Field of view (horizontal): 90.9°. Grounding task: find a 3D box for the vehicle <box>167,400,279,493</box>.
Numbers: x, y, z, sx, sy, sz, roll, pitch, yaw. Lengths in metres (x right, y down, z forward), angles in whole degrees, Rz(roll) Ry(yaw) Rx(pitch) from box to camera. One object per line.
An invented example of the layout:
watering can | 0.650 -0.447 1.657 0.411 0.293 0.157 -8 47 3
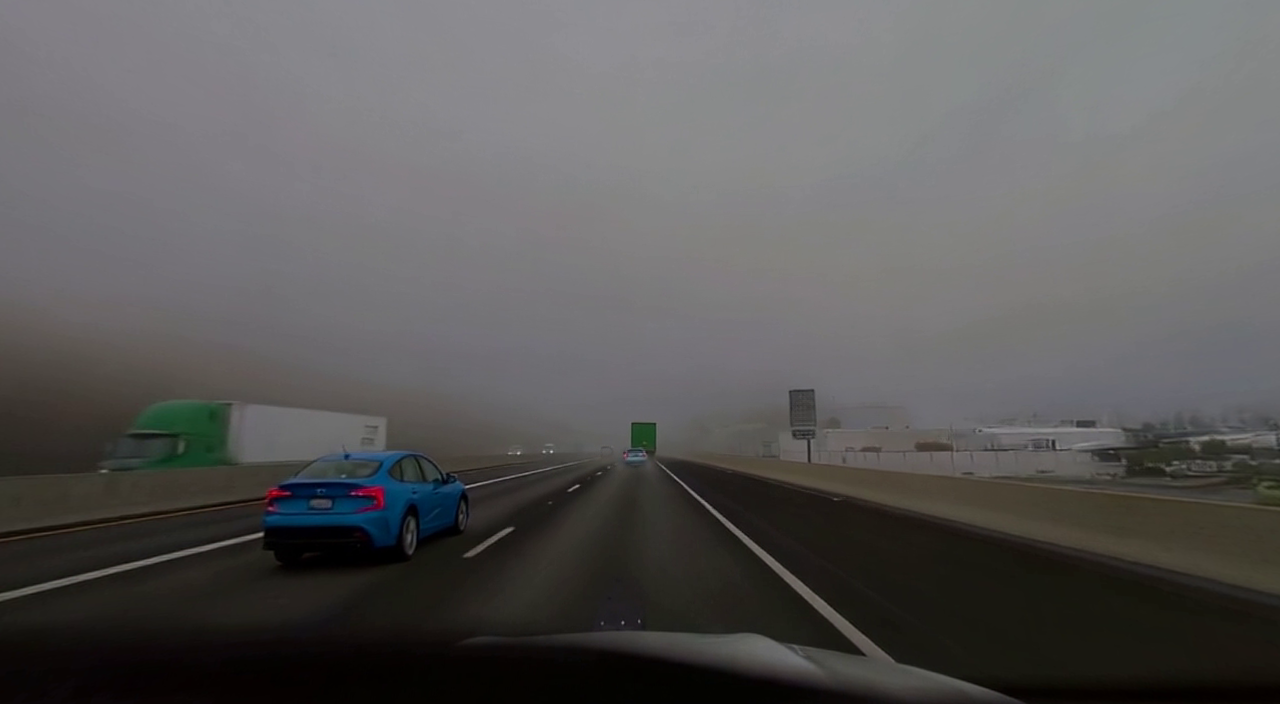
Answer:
vehicle | -19.134 4.362 29.129 2.971 4.001 2.802 -1 -9 2

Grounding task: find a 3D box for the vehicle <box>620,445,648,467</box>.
vehicle | -0.429 7.897 47.784 2.094 1.559 3.945 0 -9 0
